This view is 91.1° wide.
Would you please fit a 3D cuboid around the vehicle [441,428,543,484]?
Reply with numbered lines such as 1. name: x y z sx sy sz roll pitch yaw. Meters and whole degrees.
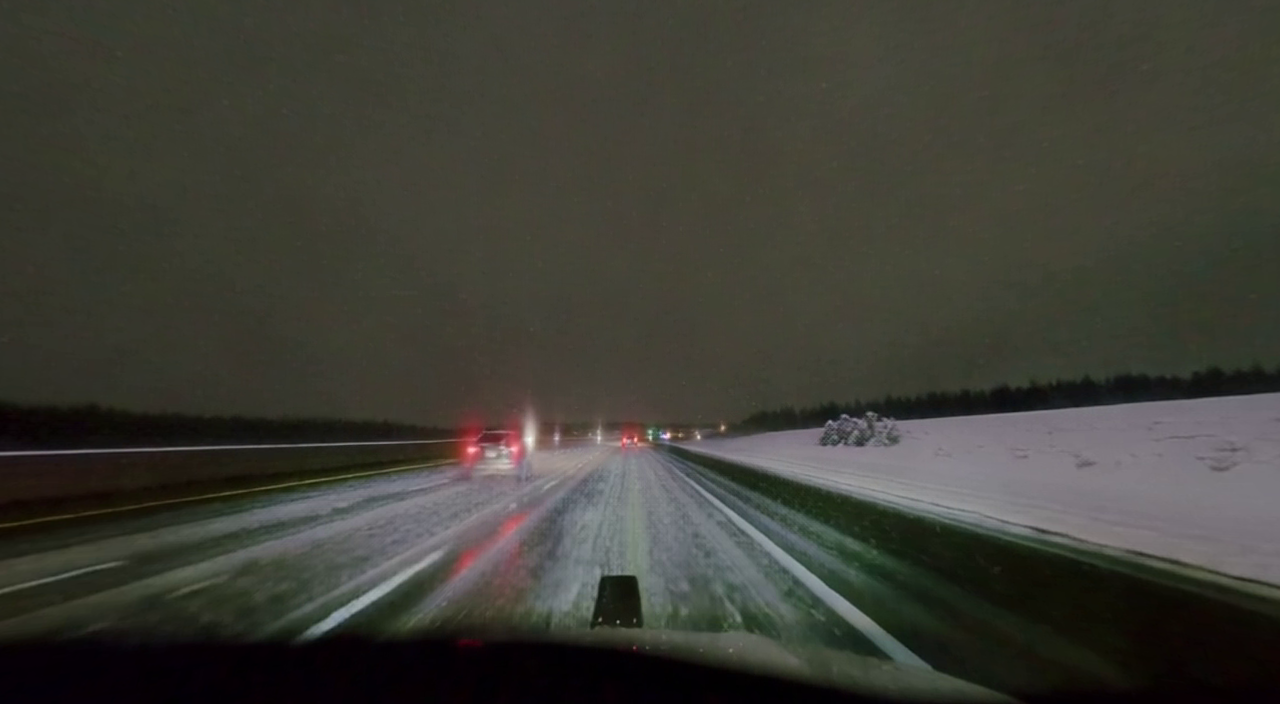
1. vehicle: -4.634 3.336 20.562 2.129 1.588 4.980 0 -8 0
